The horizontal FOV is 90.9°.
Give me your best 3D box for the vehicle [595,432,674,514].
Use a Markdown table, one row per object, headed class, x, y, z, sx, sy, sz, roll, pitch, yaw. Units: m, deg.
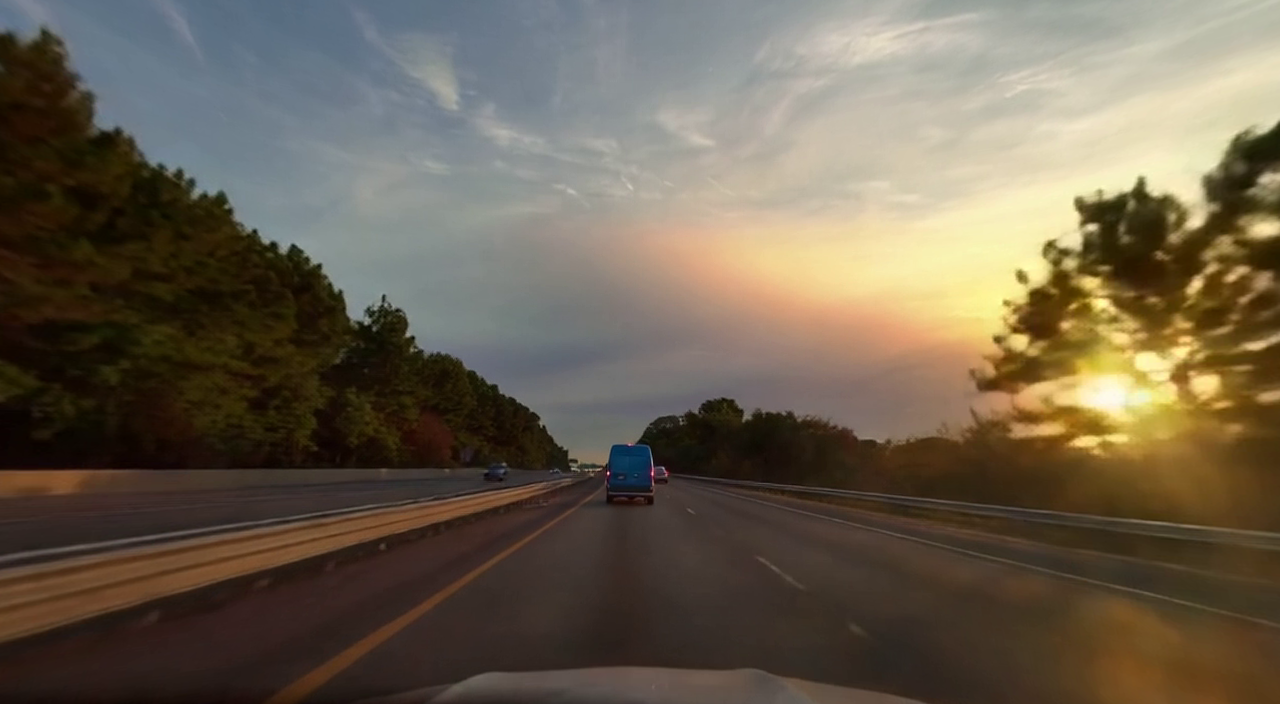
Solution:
| class | x | y | z | sx | sy | sz | roll | pitch | yaw |
| --- | --- | --- | --- | --- | --- | --- | --- | --- | --- |
| vehicle | -0.285 | 4.246 | 22.412 | 2.375 | 2.432 | 6.161 | 2 | -10 | -2 |
